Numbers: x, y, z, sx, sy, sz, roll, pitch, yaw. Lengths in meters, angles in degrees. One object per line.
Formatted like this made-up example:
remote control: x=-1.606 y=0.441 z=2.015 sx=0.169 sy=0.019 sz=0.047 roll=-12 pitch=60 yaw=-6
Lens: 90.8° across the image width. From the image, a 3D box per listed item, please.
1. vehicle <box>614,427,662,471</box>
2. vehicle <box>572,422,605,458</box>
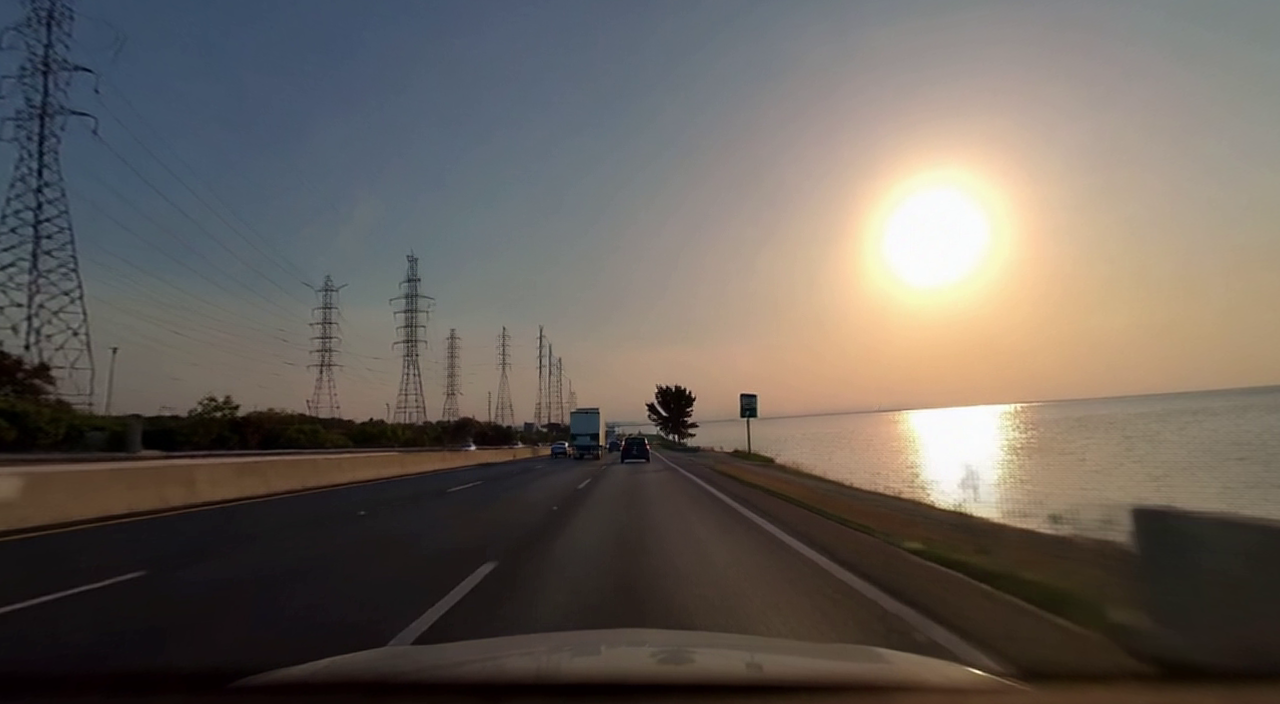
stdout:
vehicle: x=-0.105 y=5.152 z=33.700 sx=2.358 sy=2.144 sz=4.713 roll=0 pitch=-8 yaw=0
vehicle: x=-3.793 y=6.547 z=46.928 sx=2.178 sy=2.522 sz=2.054 roll=0 pitch=-8 yaw=1
